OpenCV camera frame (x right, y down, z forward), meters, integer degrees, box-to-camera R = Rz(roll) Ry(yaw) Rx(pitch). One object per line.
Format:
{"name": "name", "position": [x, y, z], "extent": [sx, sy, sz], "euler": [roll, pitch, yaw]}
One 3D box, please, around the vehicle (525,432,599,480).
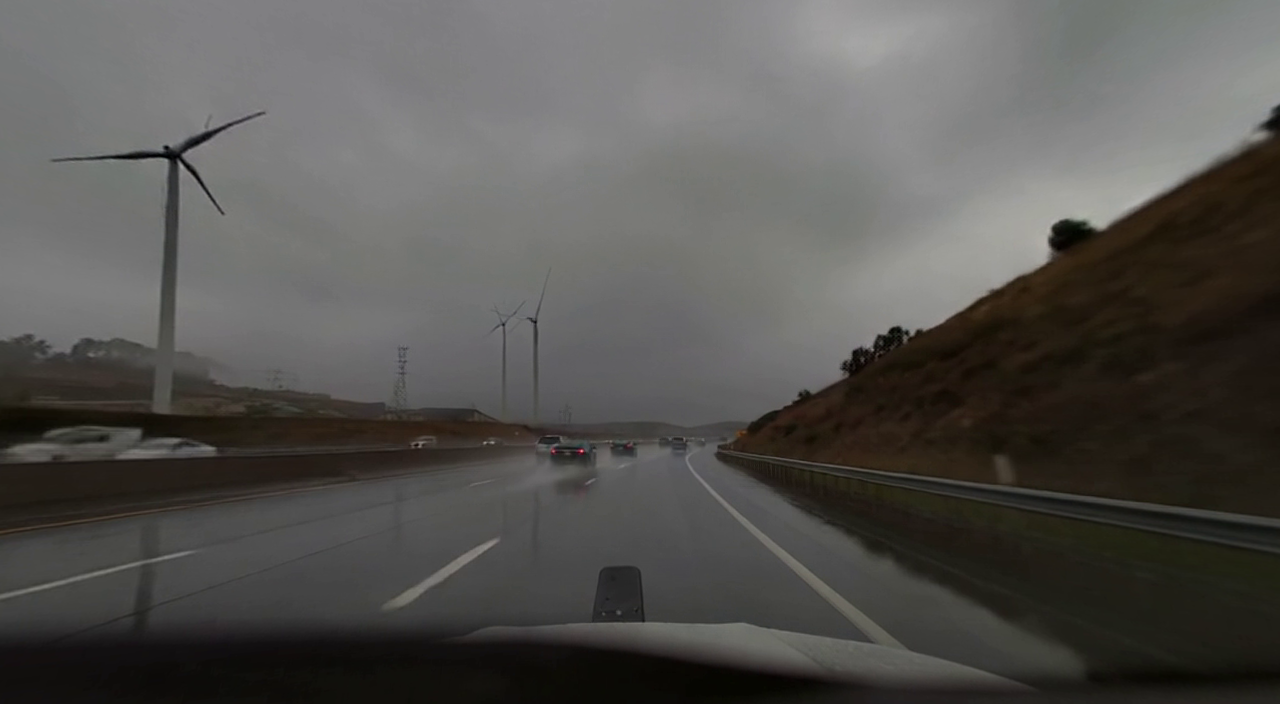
{"name": "vehicle", "position": [-2.950, 4.050, 24.823], "extent": [2.118, 1.702, 4.355], "euler": [0, -9, 3]}

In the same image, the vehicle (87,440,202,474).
{"name": "vehicle", "position": [-23.946, 5.088, 30.685], "extent": [1.912, 1.493, 4.389], "euler": [0, -9, 3]}

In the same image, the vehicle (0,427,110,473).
{"name": "vehicle", "position": [-27.891, 4.451, 28.685], "extent": [2.221, 1.888, 5.929], "euler": [0, -9, 2]}
